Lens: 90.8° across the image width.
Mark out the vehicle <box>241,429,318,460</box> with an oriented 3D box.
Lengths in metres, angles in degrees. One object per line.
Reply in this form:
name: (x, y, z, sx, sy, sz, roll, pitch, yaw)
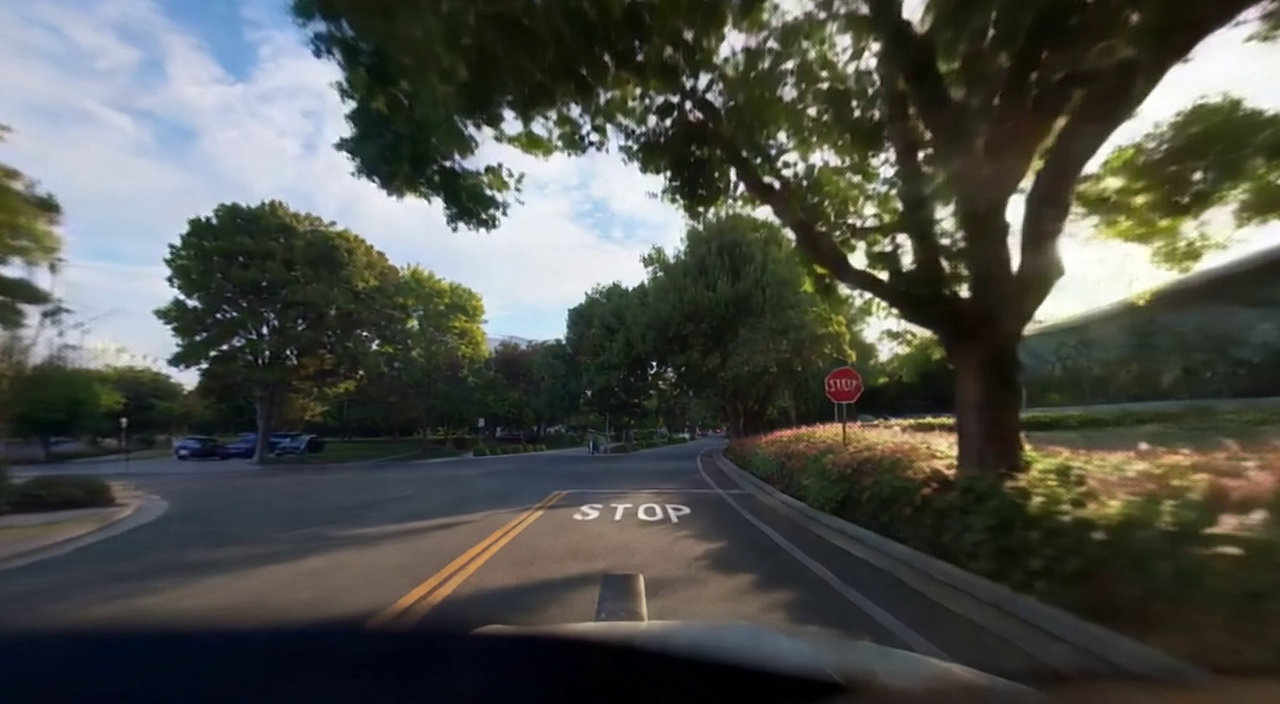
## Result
vehicle: (-27.292, 7.020, 47.886, 4.733, 1.892, 1.939, -4, -4, 3)
